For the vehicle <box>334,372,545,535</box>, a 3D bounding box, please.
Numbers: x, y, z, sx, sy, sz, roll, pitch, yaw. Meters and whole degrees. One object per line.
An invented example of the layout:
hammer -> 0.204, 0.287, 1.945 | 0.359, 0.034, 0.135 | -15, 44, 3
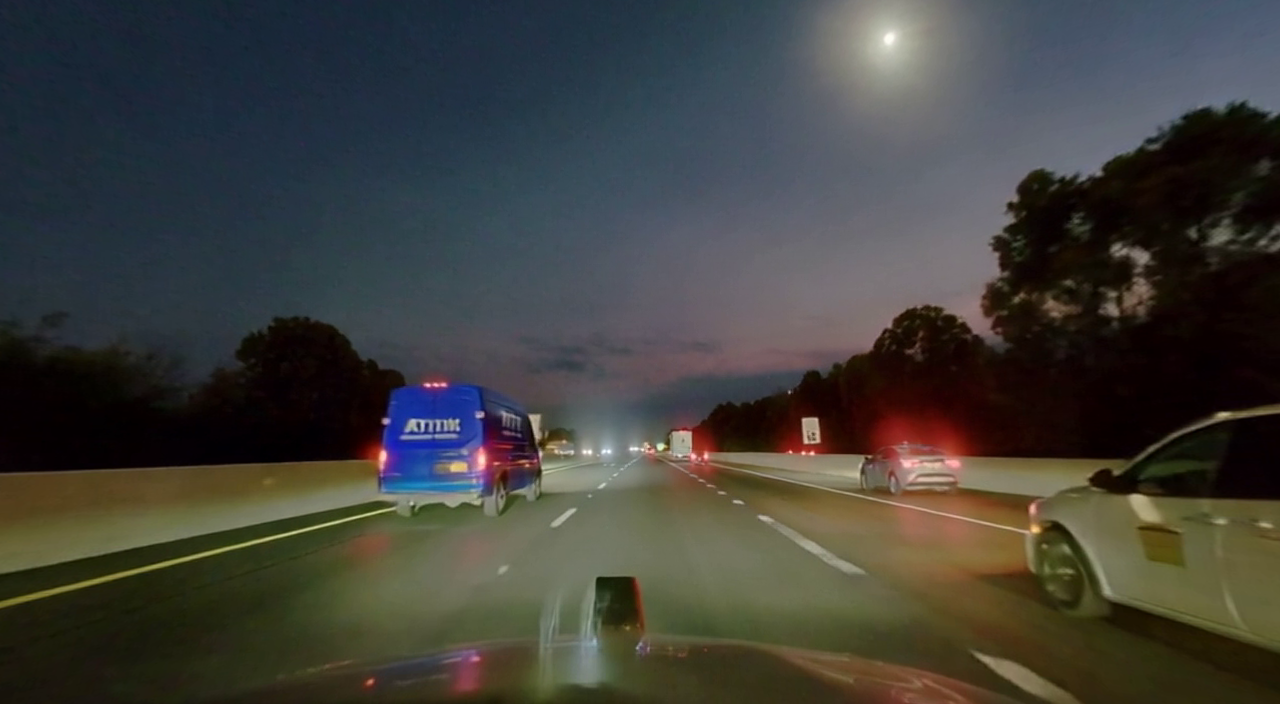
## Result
vehicle -> -3.797, 2.185, 13.837 | 2.380, 2.648, 6.879 | 0, -9, 0

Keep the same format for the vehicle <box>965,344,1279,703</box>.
vehicle -> 3.839, 0.842, 2.926 | 2.025, 1.706, 4.797 | 0, -9, -1

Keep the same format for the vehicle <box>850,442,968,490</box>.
vehicle -> 9.146, 3.902, 21.940 | 1.838, 1.490, 4.460 | 0, -9, -4

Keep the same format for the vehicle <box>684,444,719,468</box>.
vehicle -> 4.358, 7.447, 45.272 | 2.066, 1.638, 4.158 | 0, -9, -1
